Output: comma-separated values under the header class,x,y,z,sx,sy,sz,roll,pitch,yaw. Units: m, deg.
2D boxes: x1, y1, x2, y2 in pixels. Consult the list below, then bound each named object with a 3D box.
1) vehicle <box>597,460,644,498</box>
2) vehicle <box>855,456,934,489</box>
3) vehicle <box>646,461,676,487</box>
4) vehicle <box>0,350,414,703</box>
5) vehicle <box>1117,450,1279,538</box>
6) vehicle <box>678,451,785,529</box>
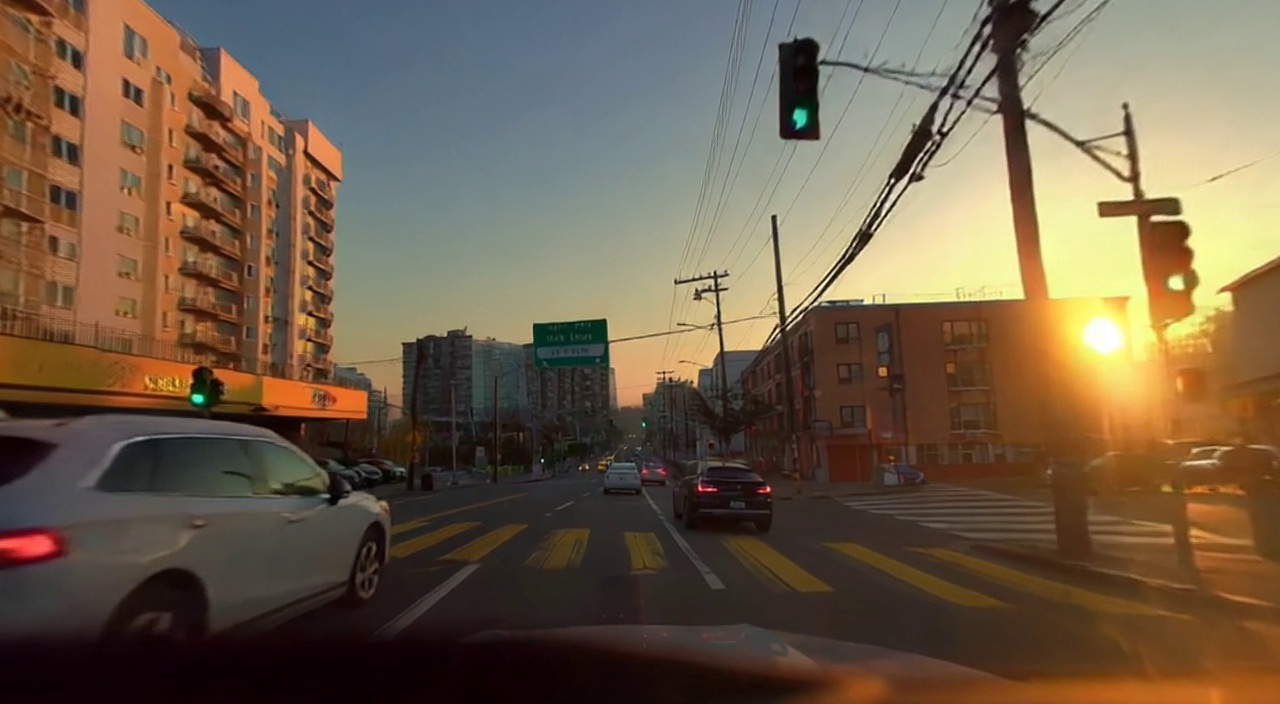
class,x,y,z,sx,sy,sz,roll,pitch,yaw
vehicle,-0.856,5.756,28.856,1.999,1.487,3.939,0,-8,-1
vehicle,13.020,6.182,32.650,1.846,1.480,4.649,0,-9,-4
vehicle,1.485,8.901,46.376,1.953,1.687,4.094,0,-8,-2
vehicle,-3.309,1.118,3.888,2.221,1.706,4.451,0,-8,-1
vehicle,12.322,2.834,13.095,4.048,1.539,1.820,3,-9,-19
vehicle,2.168,3.411,16.216,1.945,1.647,4.160,0,-8,-3
